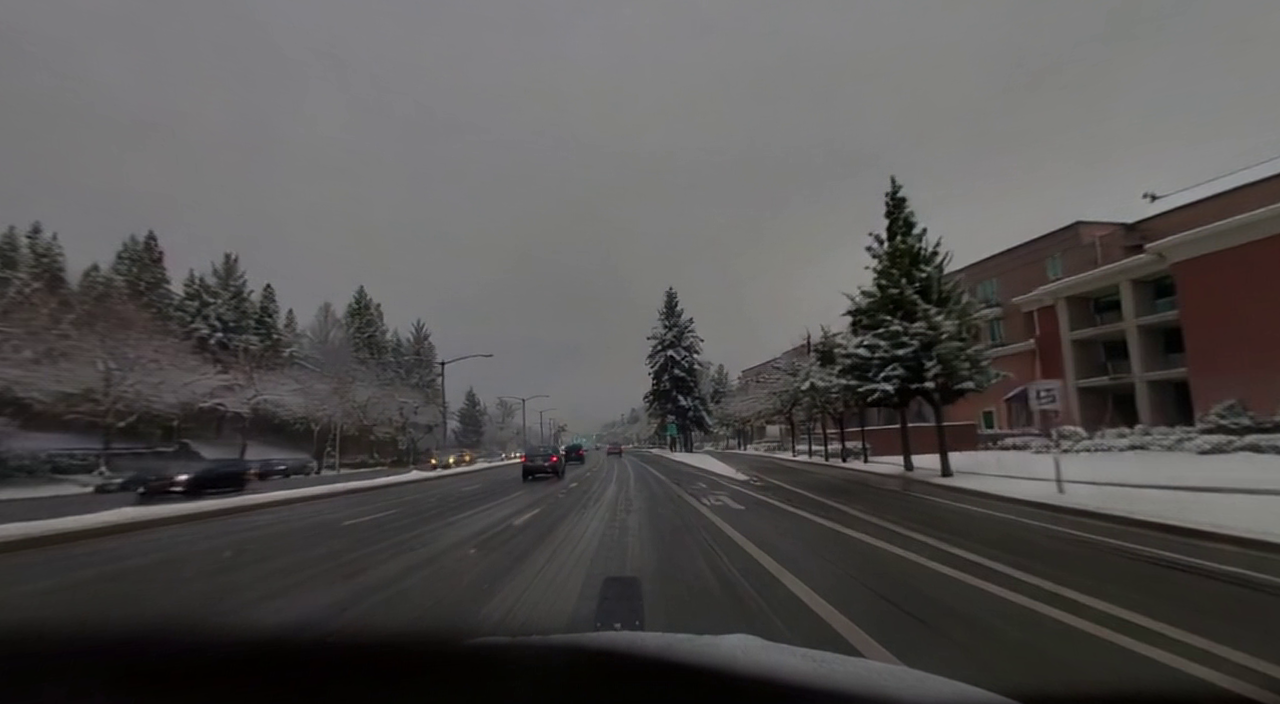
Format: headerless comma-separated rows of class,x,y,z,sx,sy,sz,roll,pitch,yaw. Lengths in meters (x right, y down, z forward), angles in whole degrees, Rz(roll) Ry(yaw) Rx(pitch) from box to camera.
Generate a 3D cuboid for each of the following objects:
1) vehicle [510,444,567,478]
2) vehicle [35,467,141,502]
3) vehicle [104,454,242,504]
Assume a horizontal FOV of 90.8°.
vehicle,-4.673,5.062,29.751,2.025,1.474,4.292,0,-8,-1
vehicle,-30.593,7.329,35.213,2.051,1.598,4.439,0,-8,-4
vehicle,-18.184,4.930,24.920,1.951,1.679,4.463,0,-8,1
